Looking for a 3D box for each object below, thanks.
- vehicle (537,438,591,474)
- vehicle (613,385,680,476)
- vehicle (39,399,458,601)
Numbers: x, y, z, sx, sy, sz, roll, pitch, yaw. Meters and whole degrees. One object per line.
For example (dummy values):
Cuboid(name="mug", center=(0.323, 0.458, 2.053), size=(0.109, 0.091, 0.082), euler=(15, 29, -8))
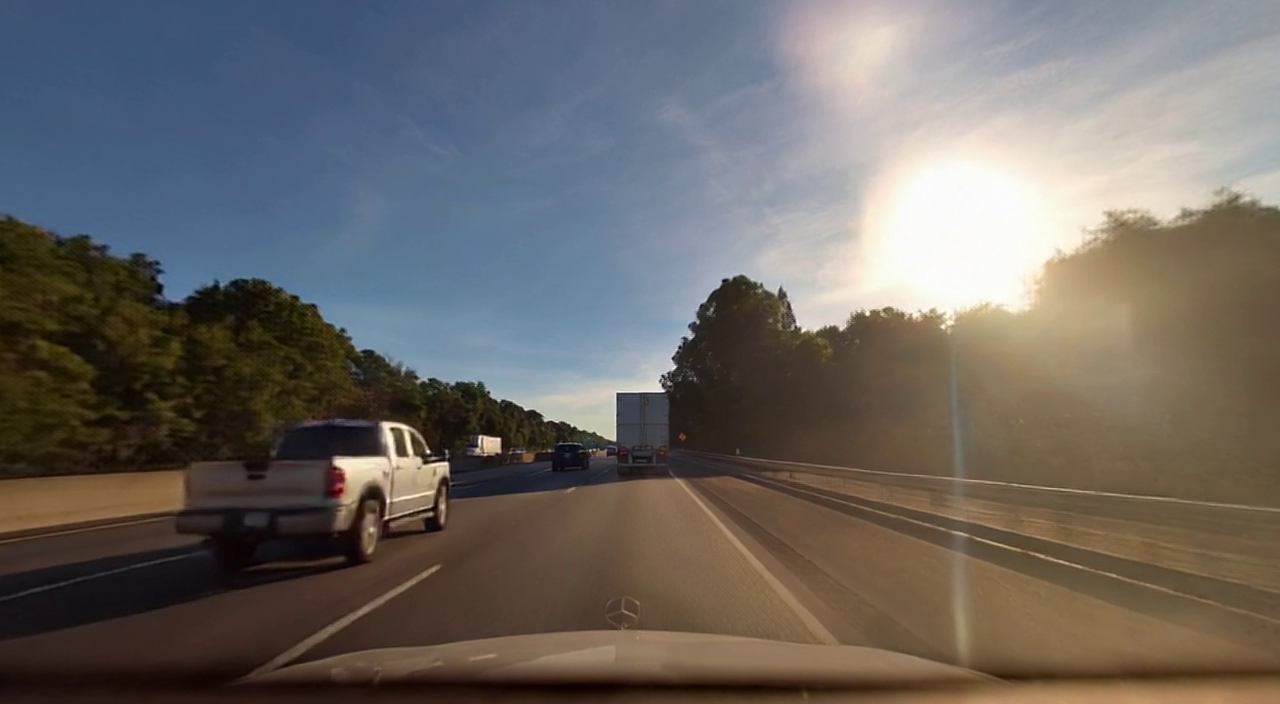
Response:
Cuboid(name="vehicle", center=(-4.121, 5.751, 35.064), size=(2.285, 1.833, 4.984), euler=(0, -9, 1))
Cuboid(name="vehicle", center=(0.260, 4.440, 34.581), size=(3.052, 4.132, 11.336), euler=(0, -9, 0))
Cuboid(name="vehicle", center=(-4.130, 1.658, 8.009), size=(2.140, 1.750, 4.901), euler=(0, -9, 0))
